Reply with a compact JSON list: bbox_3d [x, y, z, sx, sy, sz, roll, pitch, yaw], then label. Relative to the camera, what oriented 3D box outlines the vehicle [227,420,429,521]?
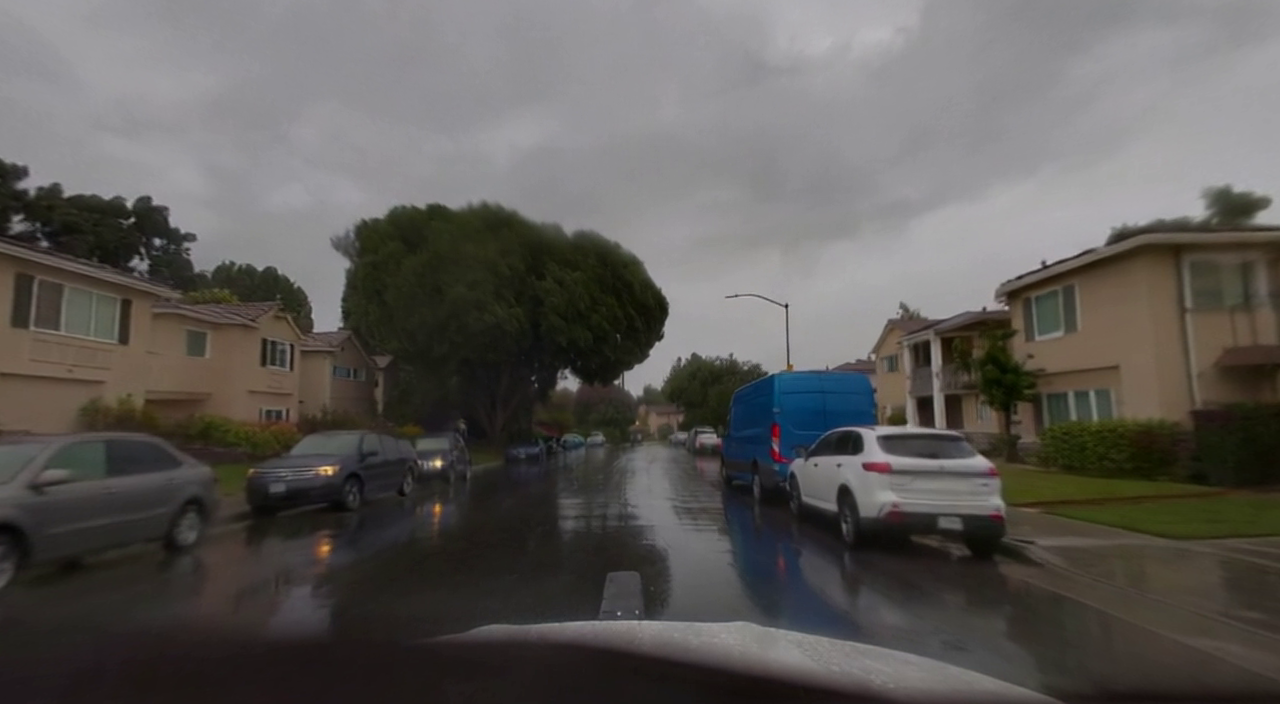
[{"bbox_3d":[-5.716,2.133,12.137,1.834,1.532,3.628,3,-6,3],"label":"vehicle"}]

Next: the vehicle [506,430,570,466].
[{"bbox_3d":[-4.608,4.367,29.023,1.941,1.515,3.995,-1,-8,6],"label":"vehicle"}]

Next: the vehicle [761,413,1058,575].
[{"bbox_3d":[2.949,1.619,8.150,1.955,1.500,4.410,0,-8,1],"label":"vehicle"}]

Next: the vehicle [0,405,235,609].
[{"bbox_3d":[-5.804,1.373,5.962,1.734,1.549,3.465,-4,-7,-1],"label":"vehicle"}]

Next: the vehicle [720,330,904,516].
[{"bbox_3d":[3.256,1.585,13.726,2.317,3.096,6.383,0,-7,1],"label":"vehicle"}]

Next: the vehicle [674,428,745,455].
[{"bbox_3d":[4.647,5.970,42.116,4.317,1.453,1.889,0,-8,-28],"label":"vehicle"}]
